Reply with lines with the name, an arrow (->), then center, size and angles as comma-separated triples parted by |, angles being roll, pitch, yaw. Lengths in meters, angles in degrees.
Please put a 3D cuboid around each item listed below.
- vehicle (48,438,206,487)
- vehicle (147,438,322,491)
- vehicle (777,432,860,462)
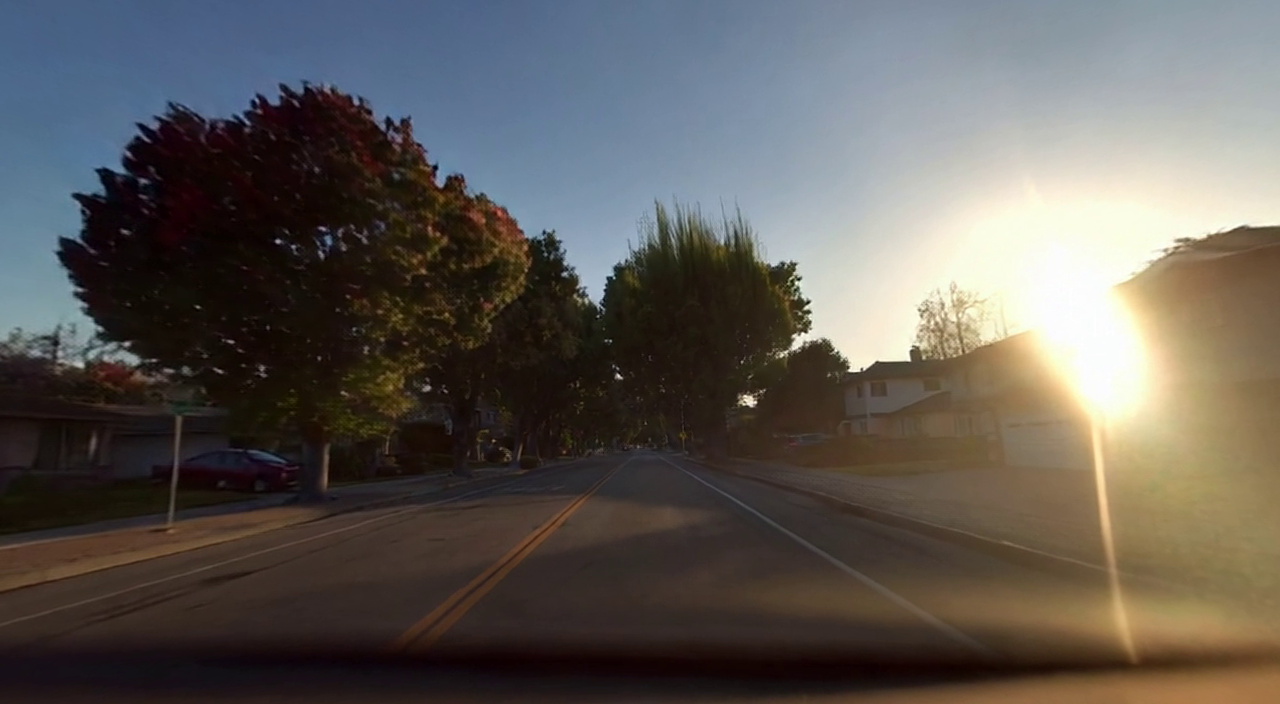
vehicle -> -19.615, 4.218, 24.385 | 4.455, 1.707, 1.939 | 6, -11, -38
vehicle -> -13.741, 3.815, 21.629 | 4.587, 1.722, 1.906 | 0, -9, -1
vehicle -> 10.727, 5.751, 38.223 | 4.449, 1.765, 1.917 | -1, -9, 4
